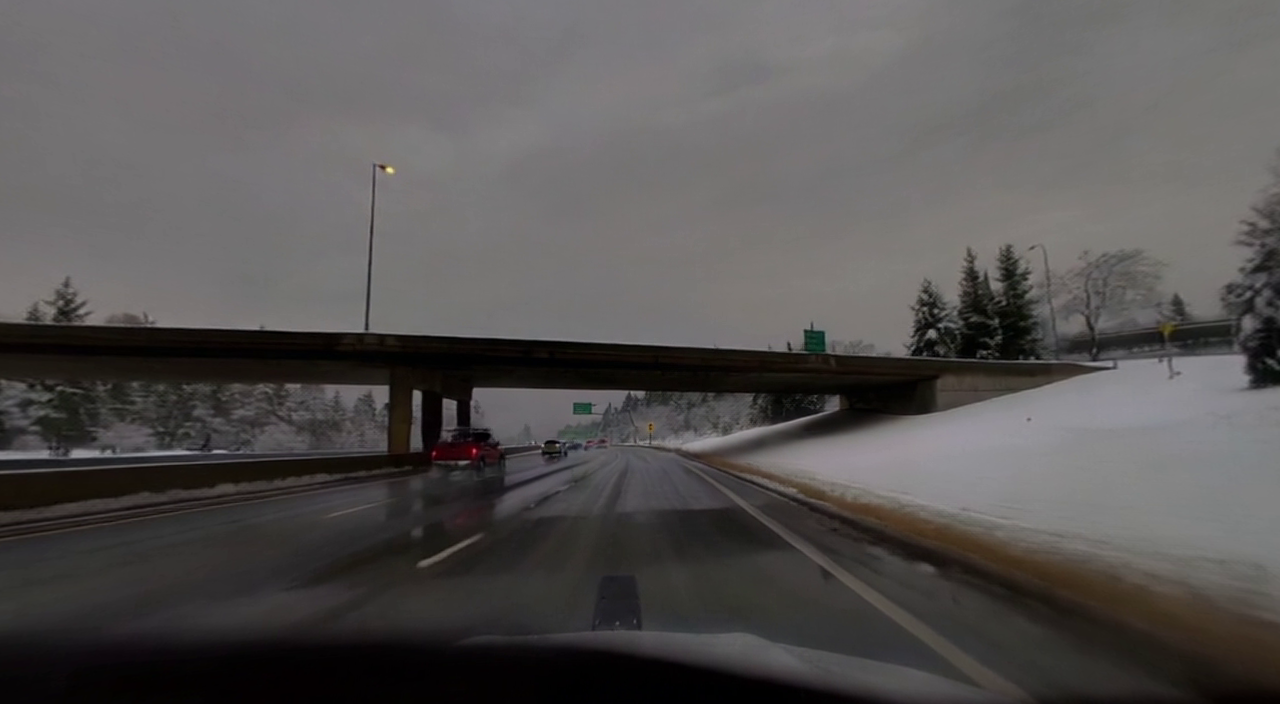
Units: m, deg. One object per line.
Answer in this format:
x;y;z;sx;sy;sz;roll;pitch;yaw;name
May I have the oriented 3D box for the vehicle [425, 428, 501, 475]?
-7.721;4.372;27.906;1.956;1.888;4.512;-1;-8;1;vehicle
